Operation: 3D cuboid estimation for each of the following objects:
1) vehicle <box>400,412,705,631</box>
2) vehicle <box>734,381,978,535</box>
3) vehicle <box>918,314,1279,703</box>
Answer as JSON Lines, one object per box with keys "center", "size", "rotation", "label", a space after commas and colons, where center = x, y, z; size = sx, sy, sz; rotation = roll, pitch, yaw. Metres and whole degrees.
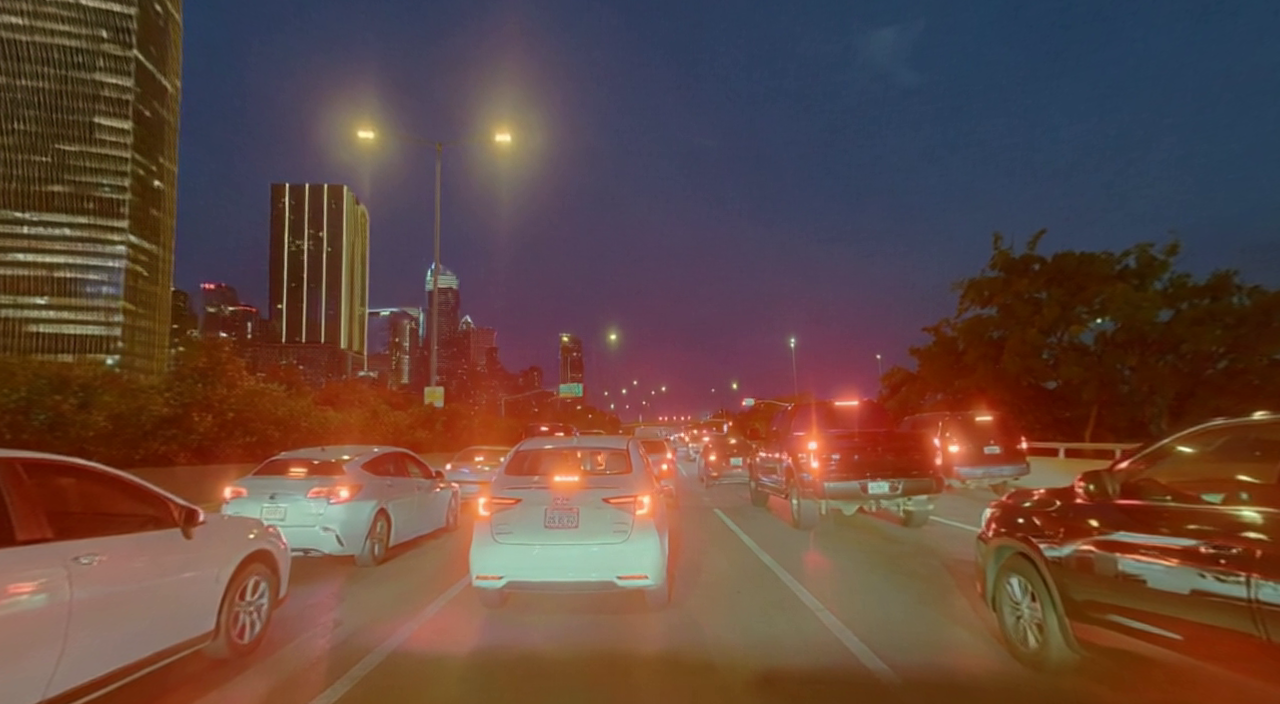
{"center": [-0.582, 1.527, 6.668], "size": [2.172, 1.536, 4.250], "rotation": [0, -9, 1], "label": "vehicle"}
{"center": [3.533, 1.950, 11.972], "size": [2.497, 2.186, 5.890], "rotation": [0, -9, 0], "label": "vehicle"}
{"center": [3.161, 0.793, 2.417], "size": [2.024, 1.723, 4.714], "rotation": [0, -9, 0], "label": "vehicle"}
